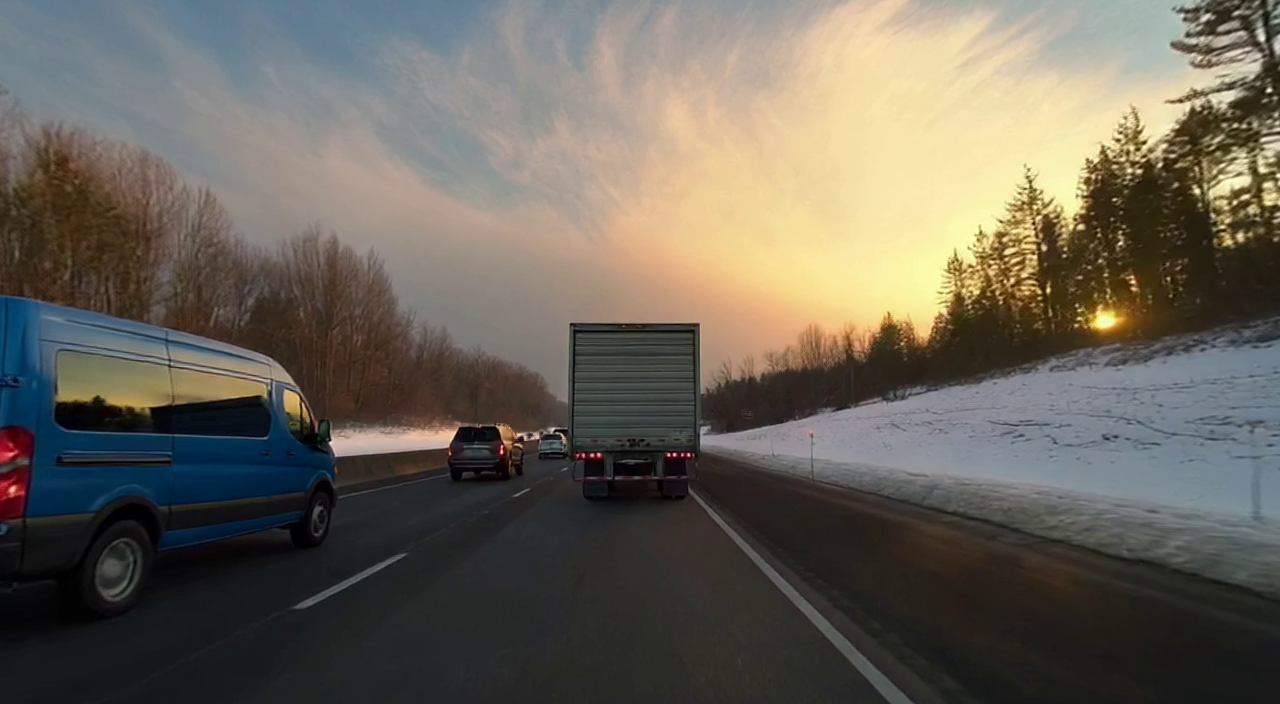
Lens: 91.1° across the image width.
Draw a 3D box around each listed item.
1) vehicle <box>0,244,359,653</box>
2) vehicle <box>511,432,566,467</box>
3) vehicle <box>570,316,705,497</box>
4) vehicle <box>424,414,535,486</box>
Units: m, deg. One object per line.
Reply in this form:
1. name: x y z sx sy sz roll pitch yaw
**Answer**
1. vehicle: -5.222 0.895 6.087 2.478 2.515 5.438 0 -8 0
2. vehicle: -4.837 4.698 30.493 1.931 1.539 4.441 0 -8 0
3. vehicle: -0.179 1.854 19.047 2.953 4.041 10.072 0 -8 -1
4. vehicle: -4.848 3.047 19.897 2.168 1.985 4.952 0 -8 0
